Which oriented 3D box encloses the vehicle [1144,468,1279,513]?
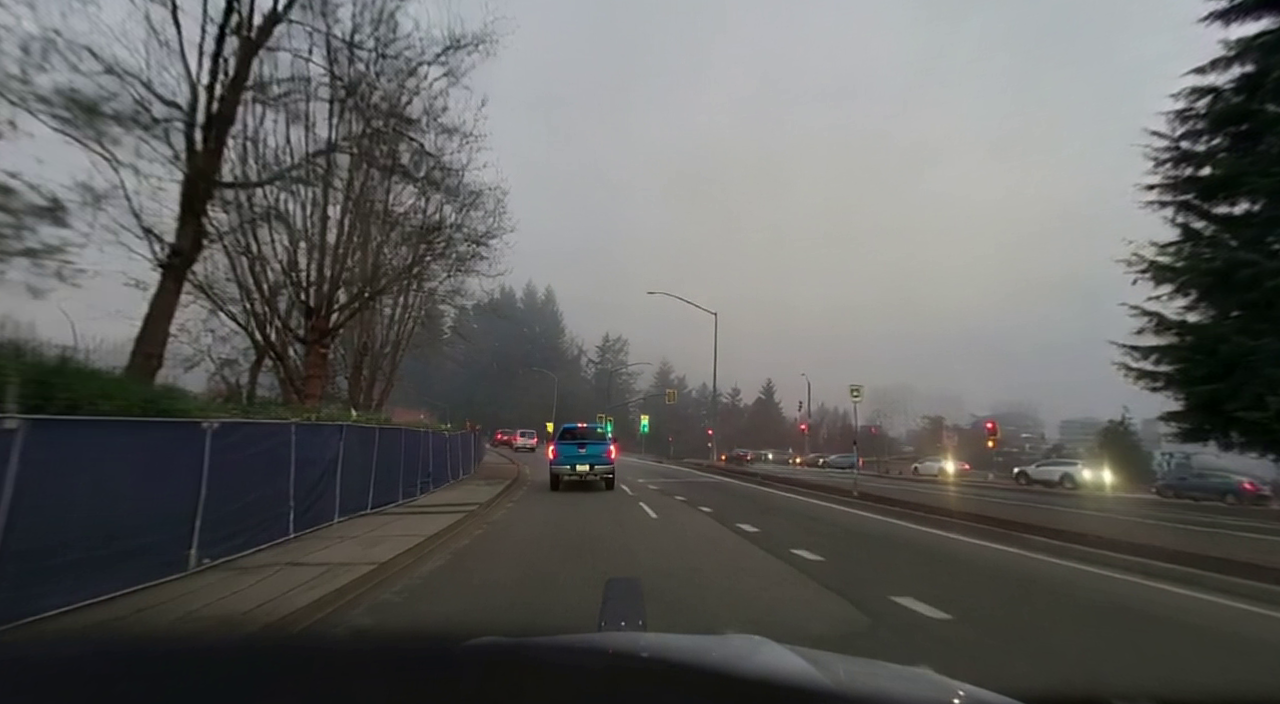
[{"bbox_3d":[23.331,5.463,25.300,1.850,1.470,4.761,2,-9,-9],"label":"vehicle"}]

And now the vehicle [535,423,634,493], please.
[{"bbox_3d":[-1.664,2.997,18.274,2.436,1.698,5.322,1,-8,-7],"label":"vehicle"}]

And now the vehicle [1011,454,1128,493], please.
[{"bbox_3d":[22.061,6.209,32.713,1.938,1.781,5.078,1,-9,-10],"label":"vehicle"}]

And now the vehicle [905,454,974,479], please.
[{"bbox_3d":[20.140,7.680,42.559,1.805,1.494,4.362,2,-9,-13],"label":"vehicle"}]
